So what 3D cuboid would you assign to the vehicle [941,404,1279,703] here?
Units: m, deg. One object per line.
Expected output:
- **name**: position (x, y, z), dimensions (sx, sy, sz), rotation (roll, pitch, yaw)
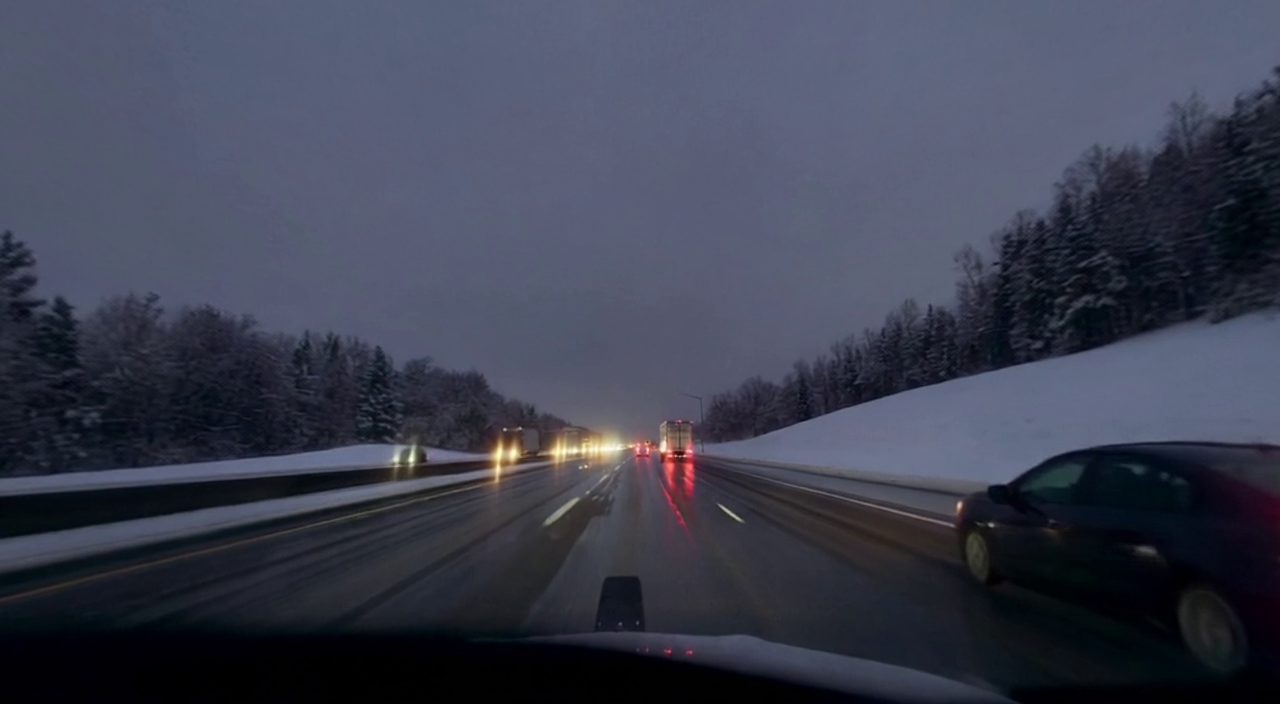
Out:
- **vehicle**: position (3.857, 1.132, 3.798), dimensions (1.976, 1.495, 4.217), rotation (0, -9, 0)
